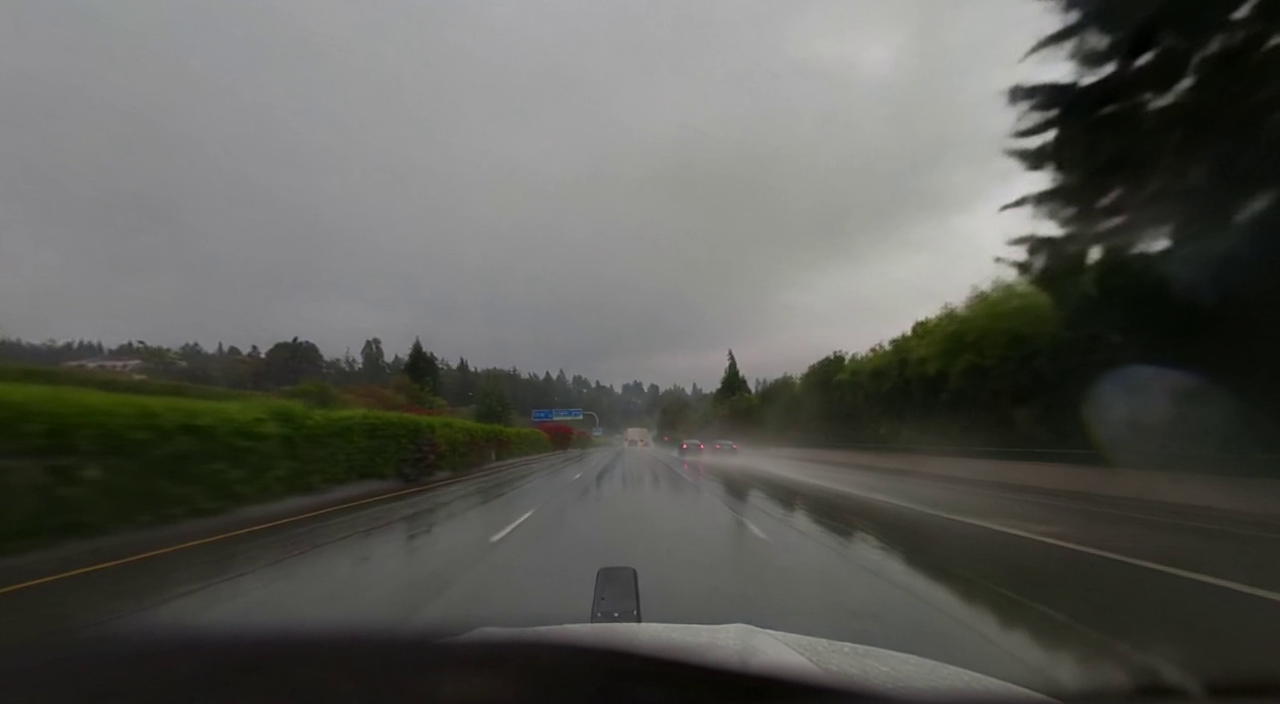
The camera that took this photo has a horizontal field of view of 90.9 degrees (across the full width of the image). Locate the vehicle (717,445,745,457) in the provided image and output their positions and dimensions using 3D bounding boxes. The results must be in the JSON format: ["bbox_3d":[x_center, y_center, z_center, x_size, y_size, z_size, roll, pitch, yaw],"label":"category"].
[{"bbox_3d":[6.875,7.502,47.852,1.535,0.862,2.814,0,-8,-4],"label":"vehicle"}]

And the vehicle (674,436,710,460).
[{"bbox_3d":[3.250,6.110,40.263,1.819,1.468,3.770,0,-8,-3],"label":"vehicle"}]
